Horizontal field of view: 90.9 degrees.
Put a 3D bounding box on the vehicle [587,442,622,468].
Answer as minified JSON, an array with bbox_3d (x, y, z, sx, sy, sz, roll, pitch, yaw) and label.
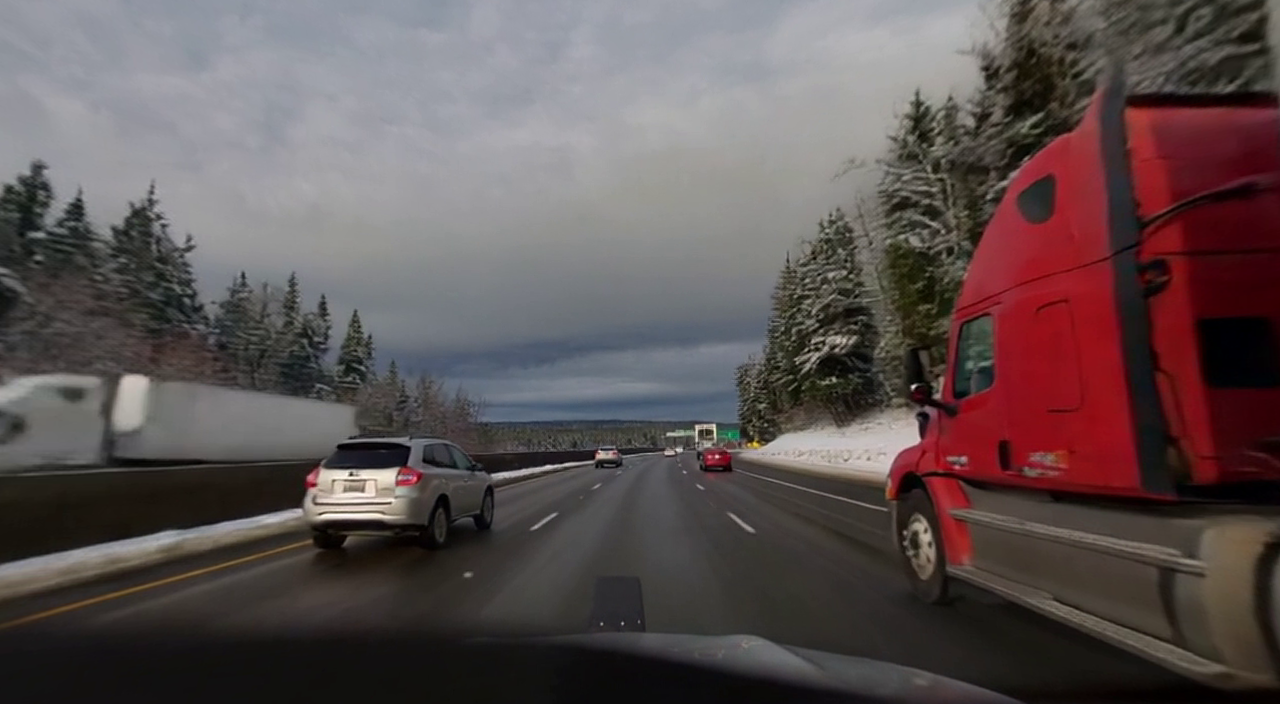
[{"bbox_3d":[-2.377,7.041,43.229,2.017,1.683,4.309,0,-9,2],"label":"vehicle"}]

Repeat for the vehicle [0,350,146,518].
[{"bbox_3d":[-15.679,1.938,14.718,3.109,3.685,5.956,0,-9,1],"label":"vehicle"}]

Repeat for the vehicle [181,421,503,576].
[{"bbox_3d":[-3.513,1.845,8.765,2.085,1.530,4.809,0,-9,0],"label":"vehicle"}]

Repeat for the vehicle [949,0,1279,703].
[{"bbox_3d":[4.385,-0.110,2.844,2.976,3.886,5.835,0,-9,1],"label":"vehicle"}]

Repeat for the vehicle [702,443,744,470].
[{"bbox_3d":[5.180,6.583,39.704,2.176,1.598,3.878,0,-9,1],"label":"vehicle"}]
